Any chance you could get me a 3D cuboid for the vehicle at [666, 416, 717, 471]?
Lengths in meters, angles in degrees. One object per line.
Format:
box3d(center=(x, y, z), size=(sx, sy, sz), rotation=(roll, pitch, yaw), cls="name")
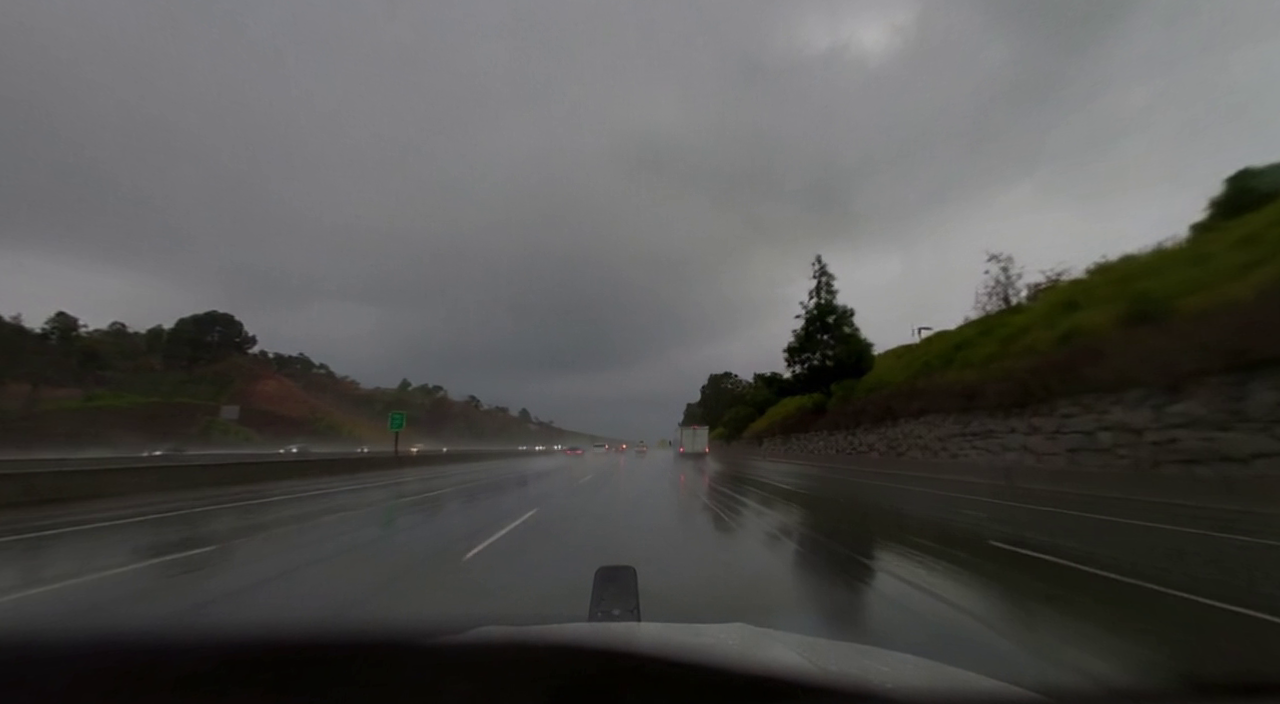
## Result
box3d(center=(3.264, 6.110, 41.721), size=(2.795, 3.187, 7.205), rotation=(-1, -10, 1), cls="vehicle")
